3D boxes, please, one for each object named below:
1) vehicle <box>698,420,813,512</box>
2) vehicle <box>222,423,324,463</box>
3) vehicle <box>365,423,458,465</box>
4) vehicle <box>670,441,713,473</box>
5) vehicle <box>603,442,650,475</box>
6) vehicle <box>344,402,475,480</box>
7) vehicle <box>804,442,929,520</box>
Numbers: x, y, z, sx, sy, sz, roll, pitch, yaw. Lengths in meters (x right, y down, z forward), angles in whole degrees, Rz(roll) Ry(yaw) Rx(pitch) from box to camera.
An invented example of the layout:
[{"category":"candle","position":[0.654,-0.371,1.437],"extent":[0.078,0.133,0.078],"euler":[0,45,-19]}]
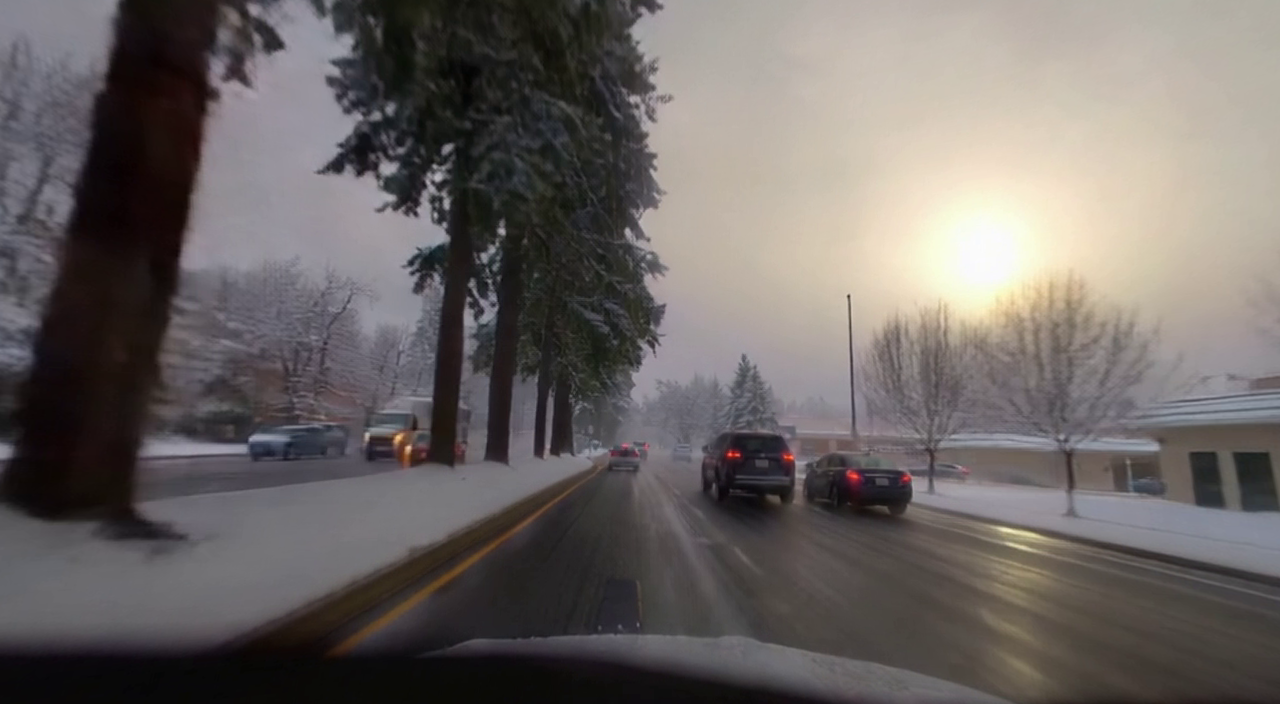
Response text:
[{"category":"vehicle","position":[2.814,2.875,16.334],"extent":[2.035,1.940,4.299],"euler":[3,-9,-1]},{"category":"vehicle","position":[-15.669,3.901,27.257],"extent":[1.770,1.461,4.336],"euler":[4,-8,0]},{"category":"vehicle","position":[-8.906,3.652,25.090],"extent":[1.981,1.514,4.323],"euler":[0,-8,1]},{"category":"vehicle","position":[2.796,5.845,35.374],"extent":[1.922,1.708,4.126],"euler":[0,-9,-2]},{"category":"vehicle","position":[-0.624,5.147,30.764],"extent":[2.119,1.460,3.847],"euler":[0,-9,0]},{"category":"vehicle","position":[-11.581,4.360,33.181],"extent":[2.947,3.206,10.111],"euler":[0,-3,1]},{"category":"vehicle","position":[6.270,3.565,18.010],"extent":[1.913,1.777,4.269],"euler":[5,-9,-1]}]
